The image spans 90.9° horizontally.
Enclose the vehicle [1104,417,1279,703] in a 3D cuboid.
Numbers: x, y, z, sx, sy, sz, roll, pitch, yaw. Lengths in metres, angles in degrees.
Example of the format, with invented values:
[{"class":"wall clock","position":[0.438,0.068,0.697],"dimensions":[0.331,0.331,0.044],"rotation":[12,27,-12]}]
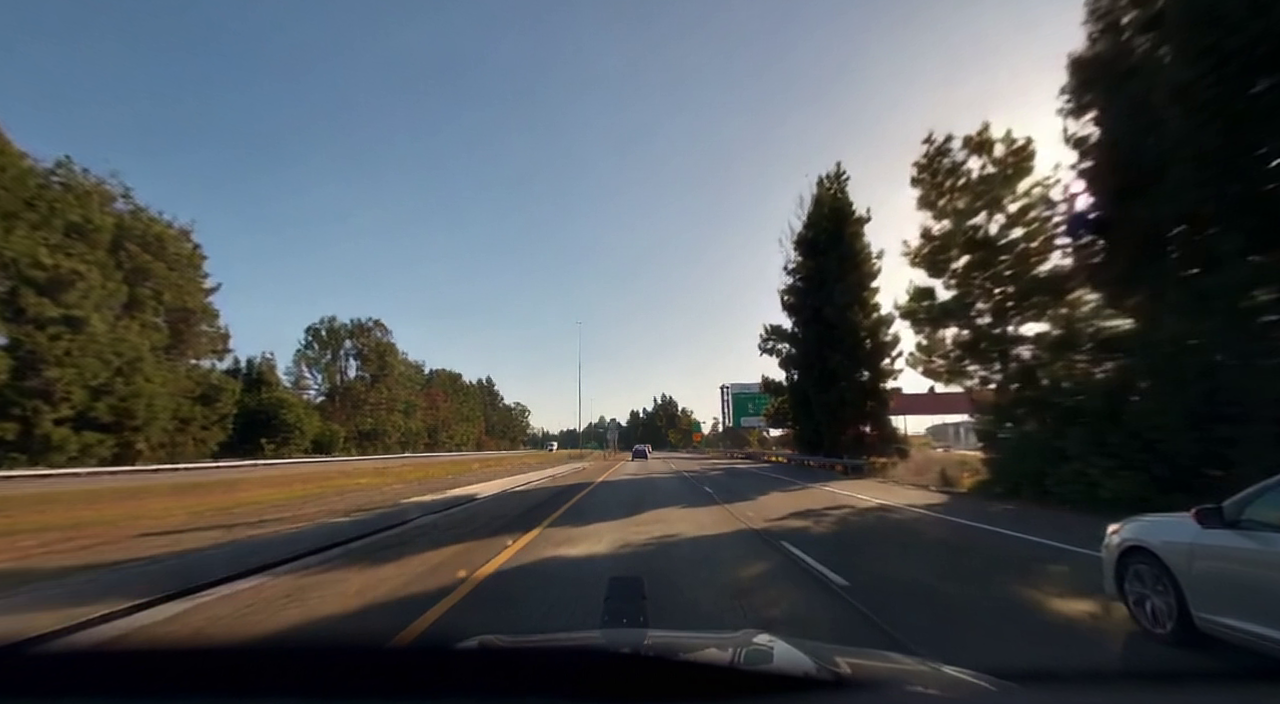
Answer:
[{"class":"vehicle","position":[3.580,0.762,1.080],"dimensions":[1.959,1.428,4.828],"rotation":[0,-9,1]}]
